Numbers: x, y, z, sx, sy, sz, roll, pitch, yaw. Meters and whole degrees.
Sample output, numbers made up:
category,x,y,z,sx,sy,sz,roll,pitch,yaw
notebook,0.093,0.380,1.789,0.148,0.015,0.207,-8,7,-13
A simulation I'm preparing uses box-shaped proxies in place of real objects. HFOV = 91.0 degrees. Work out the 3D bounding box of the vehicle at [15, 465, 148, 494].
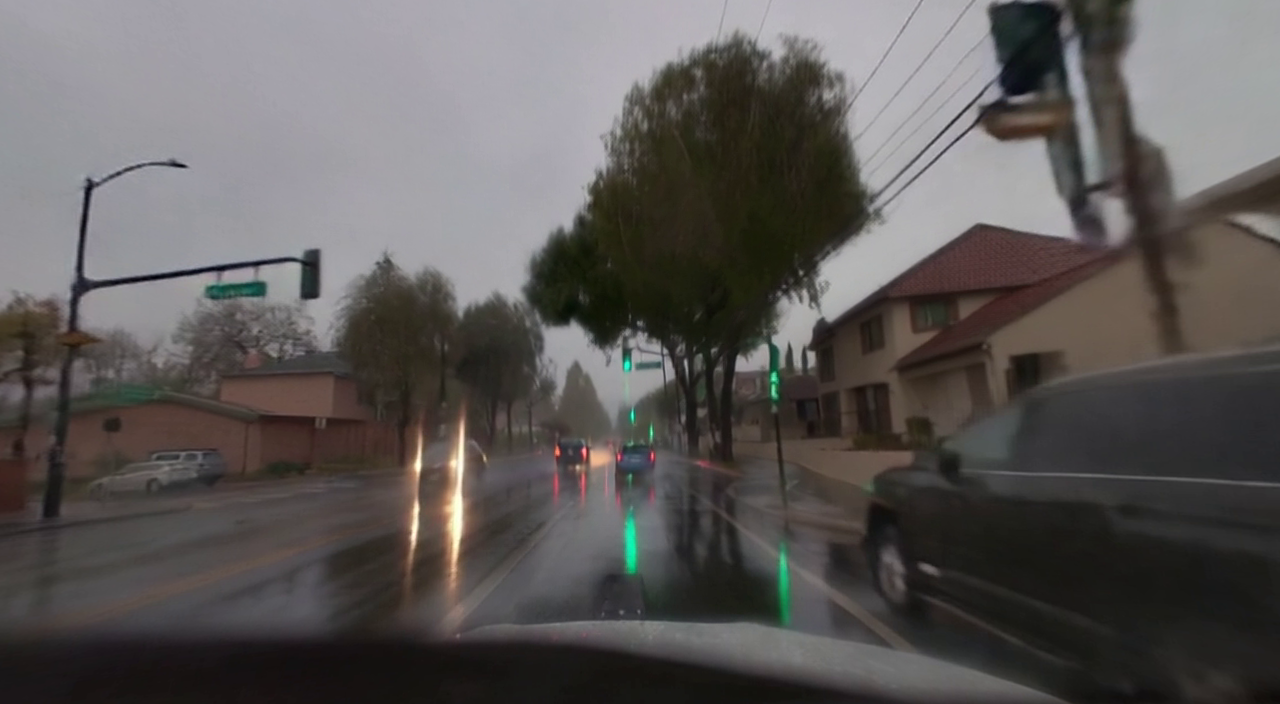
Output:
category,x,y,z,sx,sy,sz,roll,pitch,yaw
vehicle,-28.372,6.482,32.104,4.841,1.447,1.930,0,-10,-2

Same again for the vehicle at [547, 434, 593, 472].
category,x,y,z,sx,sy,sz,roll,pitch,yaw
vehicle,-3.564,5.261,32.795,1.983,1.841,4.013,0,-9,-1

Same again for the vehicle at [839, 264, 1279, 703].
category,x,y,z,sx,sy,sz,roll,pitch,yaw
vehicle,2.799,0.836,2.952,2.066,1.796,4.719,0,-9,-2

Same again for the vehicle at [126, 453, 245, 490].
category,x,y,z,sx,sy,sz,roll,pitch,yaw
vehicle,-23.219,6.105,32.262,4.537,1.755,1.933,0,-9,-1

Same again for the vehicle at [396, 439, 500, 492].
category,x,y,z,sx,sy,sz,roll,pitch,yaw
vehicle,-6.422,3.831,21.721,2.048,1.601,5.047,0,-9,-1

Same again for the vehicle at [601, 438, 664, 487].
category,x,y,z,sx,sy,sz,roll,pitch,yaw
vehicle,-0.301,3.786,21.940,1.998,1.518,4.015,0,-8,-2
